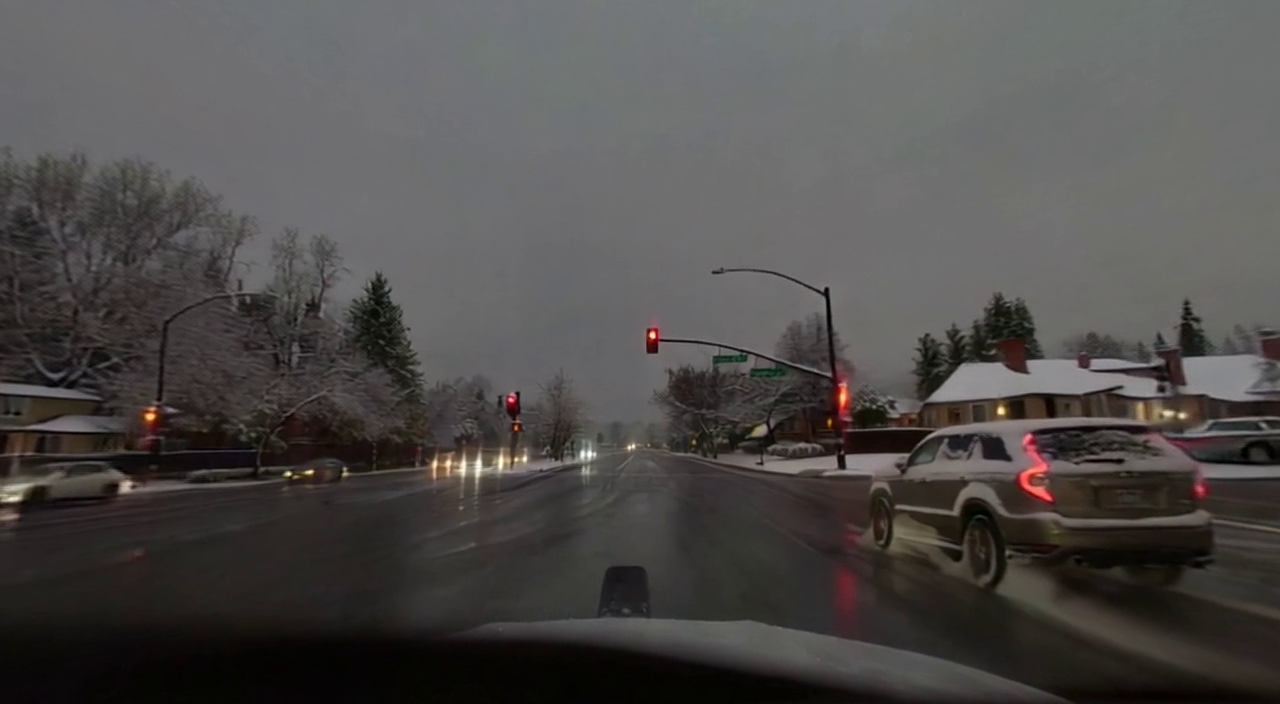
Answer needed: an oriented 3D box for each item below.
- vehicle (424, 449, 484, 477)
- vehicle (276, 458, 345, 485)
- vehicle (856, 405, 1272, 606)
[{"bbox_3d":[-10.305,6.160,35.275,2.029,1.453,4.188,-1,-9,1],"label":"vehicle"},{"bbox_3d":[-20.741,7.514,39.902,1.844,1.494,4.706,0,-9,0],"label":"vehicle"},{"bbox_3d":[4.029,1.509,6.914,2.018,1.591,3.564,0,-9,0],"label":"vehicle"}]
